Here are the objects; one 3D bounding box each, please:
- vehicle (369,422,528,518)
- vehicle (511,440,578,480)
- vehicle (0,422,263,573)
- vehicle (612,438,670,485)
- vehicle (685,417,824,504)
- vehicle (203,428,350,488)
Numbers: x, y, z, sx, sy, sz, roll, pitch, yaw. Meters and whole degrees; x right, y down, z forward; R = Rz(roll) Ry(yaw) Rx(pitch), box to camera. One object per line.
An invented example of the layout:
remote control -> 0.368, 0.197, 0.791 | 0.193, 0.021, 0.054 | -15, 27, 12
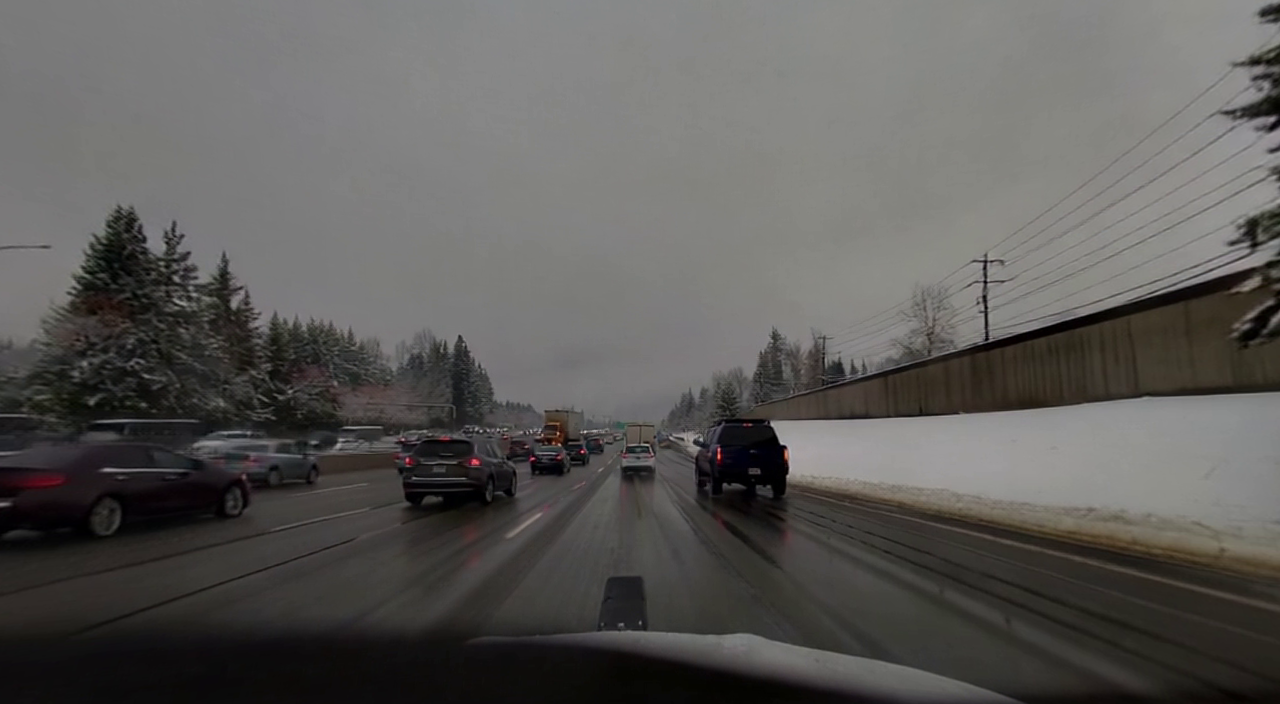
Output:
vehicle -> -3.903, 2.484, 13.822 | 2.026, 1.719, 4.490 | 0, -8, 0
vehicle -> -3.889, 4.481, 26.549 | 2.049, 1.530, 4.707 | 0, -8, 1
vehicle -> -7.491, 1.773, 8.402 | 1.985, 1.529, 4.710 | 0, -8, 1
vehicle -> 0.049, 4.199, 24.526 | 2.092, 1.671, 3.889 | 0, -8, 1
vehicle -> 3.028, 3.086, 18.437 | 2.793, 2.132, 5.682 | 0, -8, -2
vehicle -> -11.244, 3.301, 19.984 | 1.897, 1.655, 4.543 | 0, -8, 1
